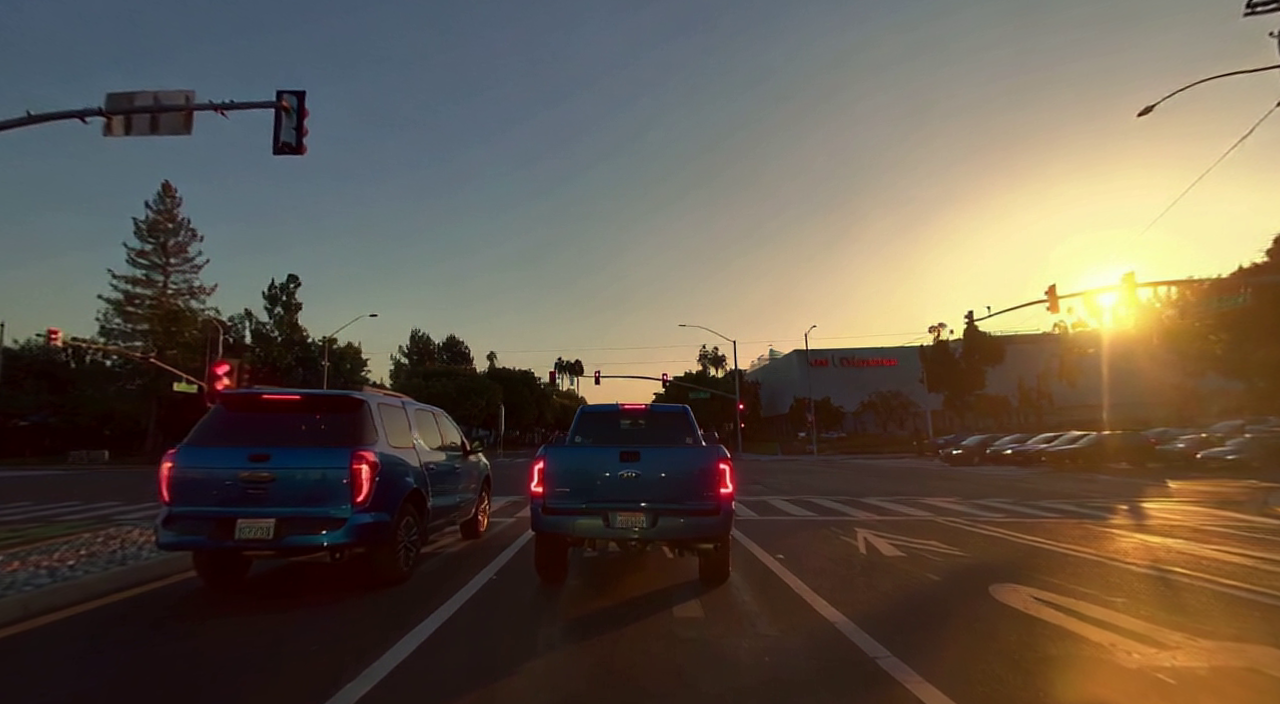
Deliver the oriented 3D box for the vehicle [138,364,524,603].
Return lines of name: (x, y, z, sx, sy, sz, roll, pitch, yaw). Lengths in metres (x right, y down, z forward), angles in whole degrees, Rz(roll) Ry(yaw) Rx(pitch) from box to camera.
vehicle: (-2.952, 1.413, 7.597, 2.220, 1.926, 4.870, 0, -8, -1)

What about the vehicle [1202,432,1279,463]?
vehicle: (35.883, 5.519, 36.307, 4.714, 1.754, 2.041, 0, -8, -1)

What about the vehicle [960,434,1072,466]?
vehicle: (19.327, 5.051, 32.393, 4.624, 1.601, 1.871, 0, -8, -3)

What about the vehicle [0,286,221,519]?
vehicle: (-12.464, 0.918, 11.101, 3.048, 3.927, 10.755, 0, -8, -3)

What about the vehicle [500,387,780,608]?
vehicle: (-0.047, 1.494, 7.396, 2.204, 1.738, 4.690, 0, -8, -1)

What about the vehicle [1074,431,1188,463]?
vehicle: (27.952, 5.407, 35.846, 4.849, 1.759, 2.041, 0, -8, -3)
